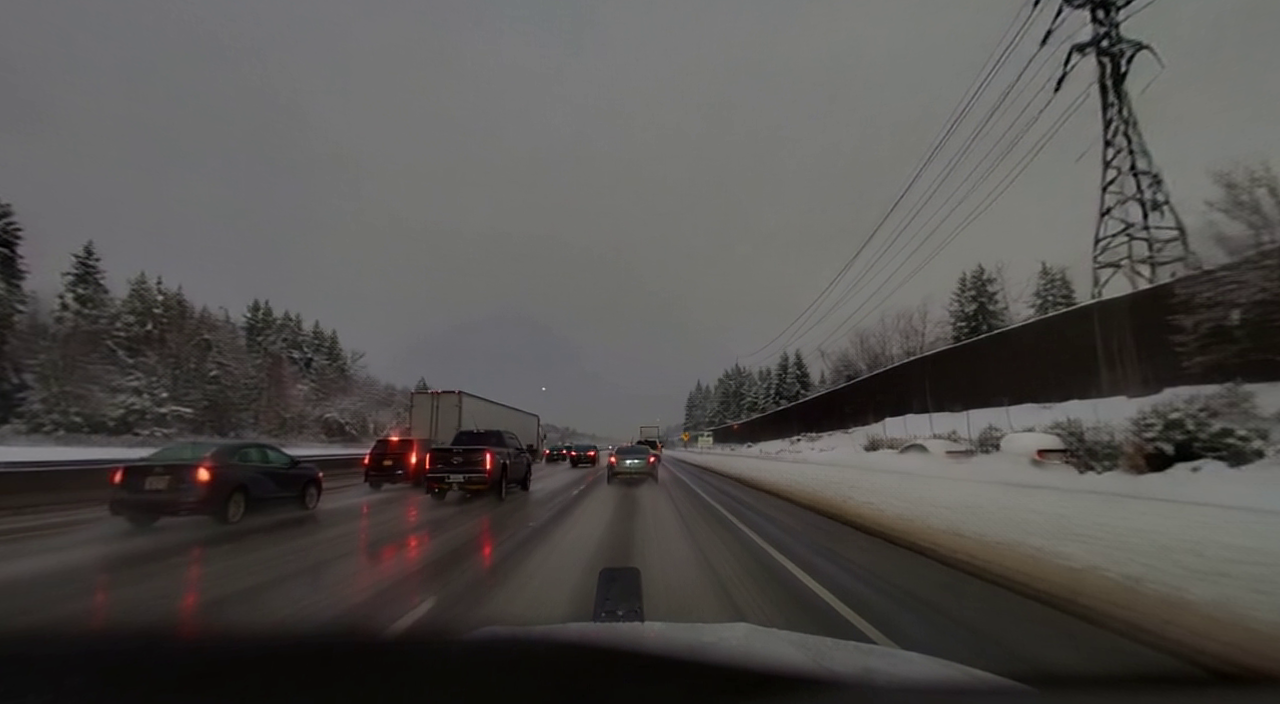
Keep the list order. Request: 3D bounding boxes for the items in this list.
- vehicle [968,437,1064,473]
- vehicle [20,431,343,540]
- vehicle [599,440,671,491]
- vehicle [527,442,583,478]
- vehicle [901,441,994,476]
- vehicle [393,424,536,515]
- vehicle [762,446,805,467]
[{"bbox_3d":[17.841,4.911,30.239,1.936,1.591,4.362,0,-9,1],"label":"vehicle"},{"bbox_3d":[-7.616,2.244,11.361,2.165,1.511,4.810,0,-9,1],"label":"vehicle"},{"bbox_3d":[-0.164,3.621,20.461,2.089,1.477,3.818,0,-9,0],"label":"vehicle"},{"bbox_3d":[-3.746,4.843,28.649,1.870,1.485,4.304,0,-9,1],"label":"vehicle"},{"bbox_3d":[14.255,4.950,29.623,1.949,1.472,4.795,0,-9,0],"label":"vehicle"},{"bbox_3d":[-3.734,2.582,14.328,1.923,1.716,4.289,0,-9,1],"label":"vehicle"},{"bbox_3d":[10.502,7.688,46.666,1.974,1.495,4.734,0,-9,-1],"label":"vehicle"}]
